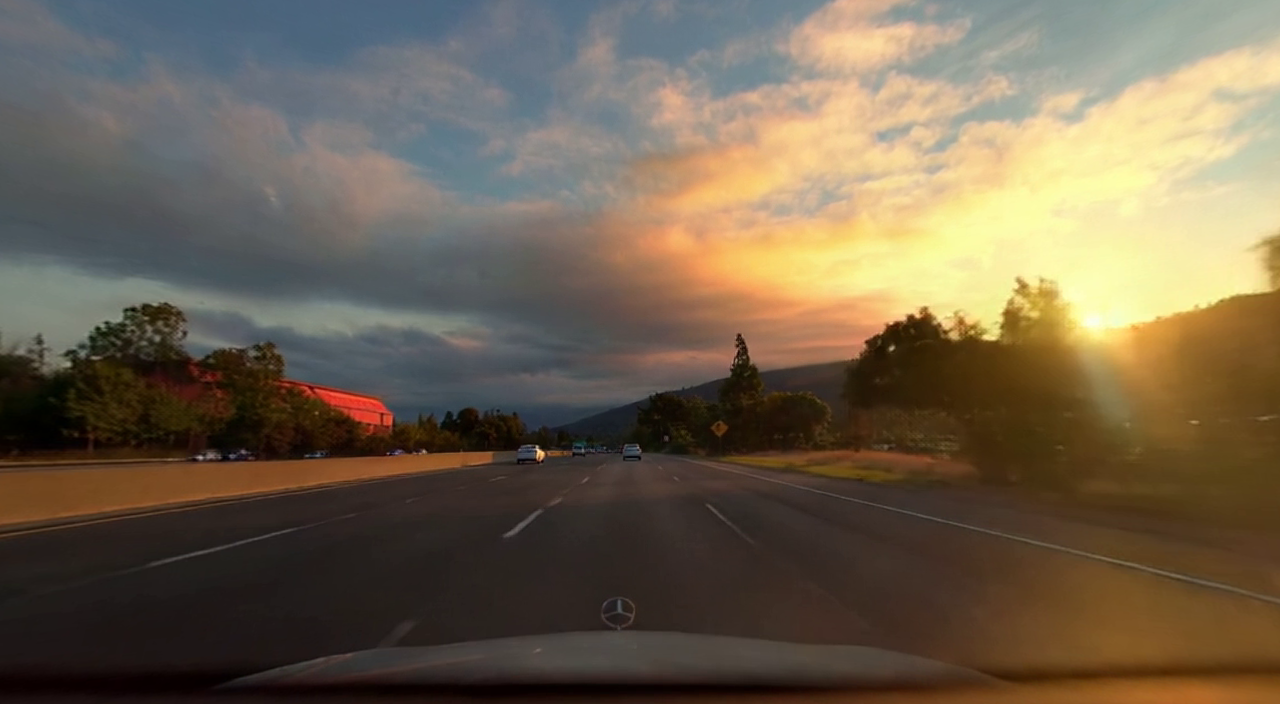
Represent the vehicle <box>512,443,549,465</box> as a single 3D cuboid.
[{"bbox_3d":[-8.015,7.519,46.710,1.991,1.572,4.314,0,-9,0],"label":"vehicle"}]
